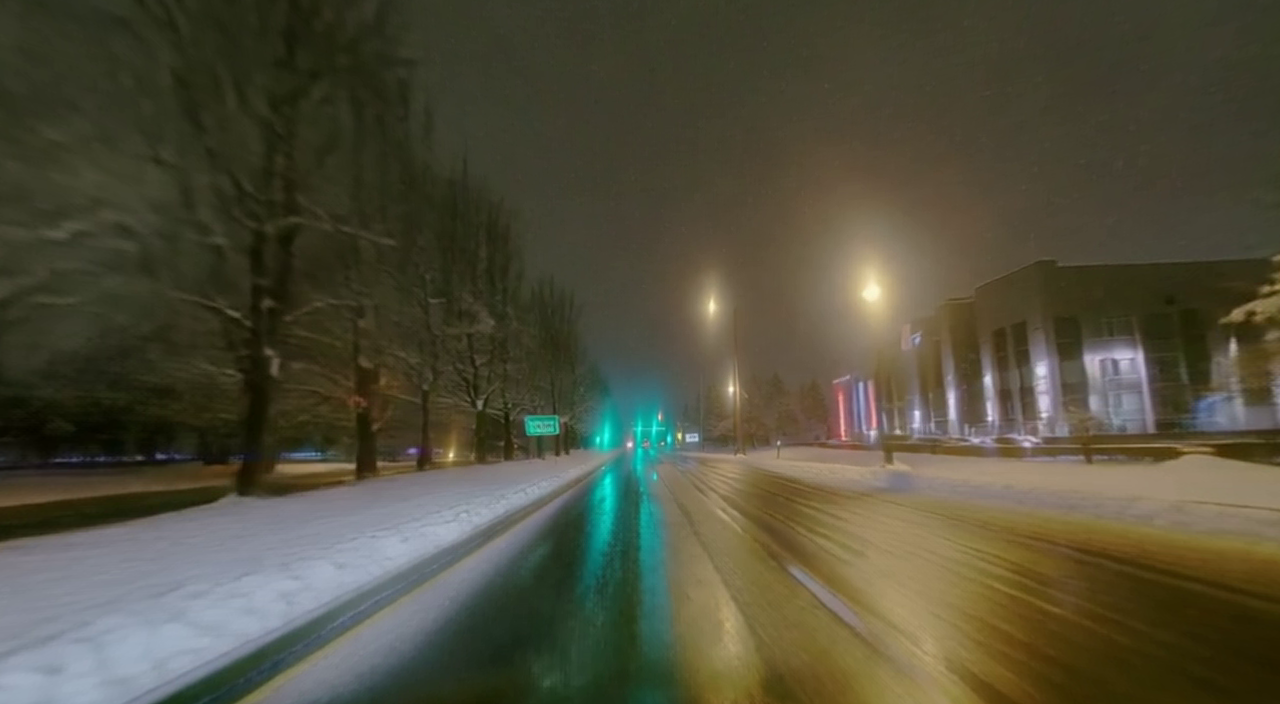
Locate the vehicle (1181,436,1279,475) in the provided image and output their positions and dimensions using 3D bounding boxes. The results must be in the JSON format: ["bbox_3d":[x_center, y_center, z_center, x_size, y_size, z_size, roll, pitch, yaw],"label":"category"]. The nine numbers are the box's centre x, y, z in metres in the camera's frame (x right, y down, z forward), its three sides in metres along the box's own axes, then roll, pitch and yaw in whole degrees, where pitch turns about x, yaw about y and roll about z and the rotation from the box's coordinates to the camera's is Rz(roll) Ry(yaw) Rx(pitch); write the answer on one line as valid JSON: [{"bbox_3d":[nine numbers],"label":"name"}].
[{"bbox_3d":[24.575,4.185,25.701,1.579,1.419,3.726,-2,-9,-4],"label":"vehicle"}]
